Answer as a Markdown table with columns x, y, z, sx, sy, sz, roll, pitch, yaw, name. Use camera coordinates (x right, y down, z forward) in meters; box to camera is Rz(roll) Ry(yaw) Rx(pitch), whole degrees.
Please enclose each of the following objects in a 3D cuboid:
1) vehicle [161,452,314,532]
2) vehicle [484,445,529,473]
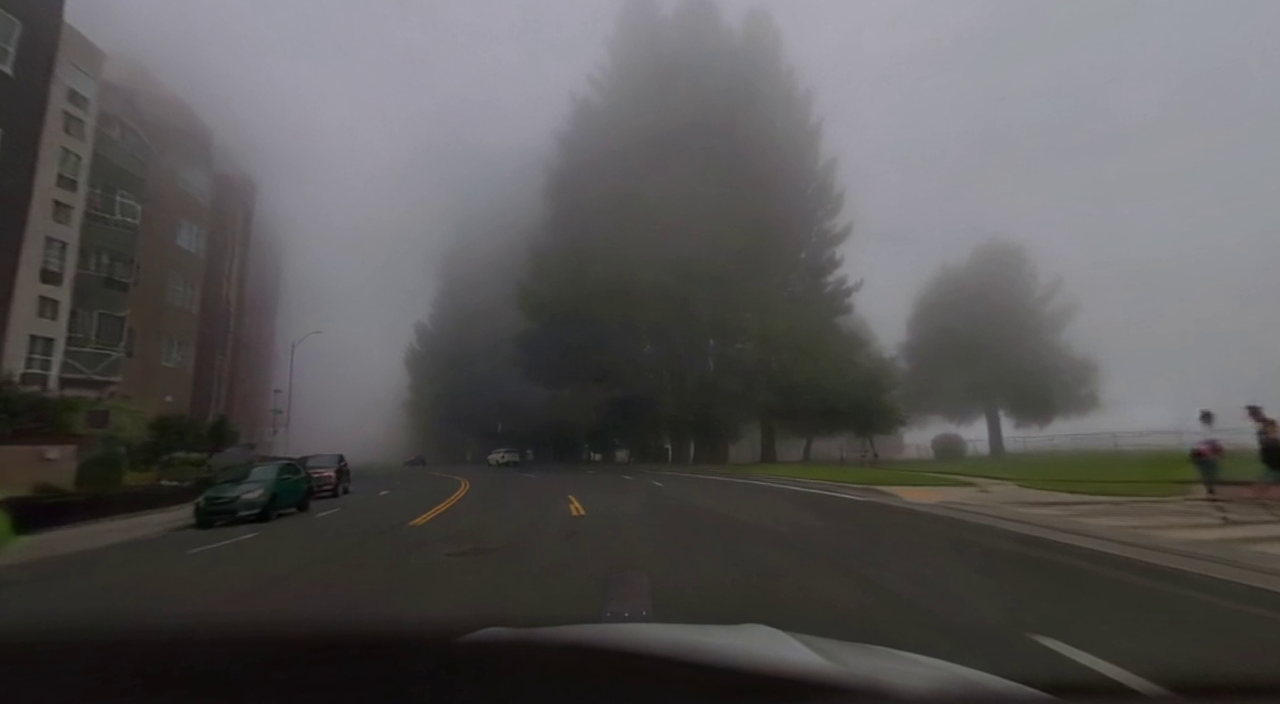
| x | y | z | sx | sy | sz | roll | pitch | yaw | name |
| --- | --- | --- | --- | --- | --- | --- | --- | --- | --- |
| -10.040 | 3.442 | 16.160 | 1.908 | 1.602 | 4.279 | -1 | -8 | -13 | vehicle |
| -9.153 | 7.238 | 42.900 | 2.000 | 1.809 | 4.405 | 4 | -9 | -25 | vehicle |
